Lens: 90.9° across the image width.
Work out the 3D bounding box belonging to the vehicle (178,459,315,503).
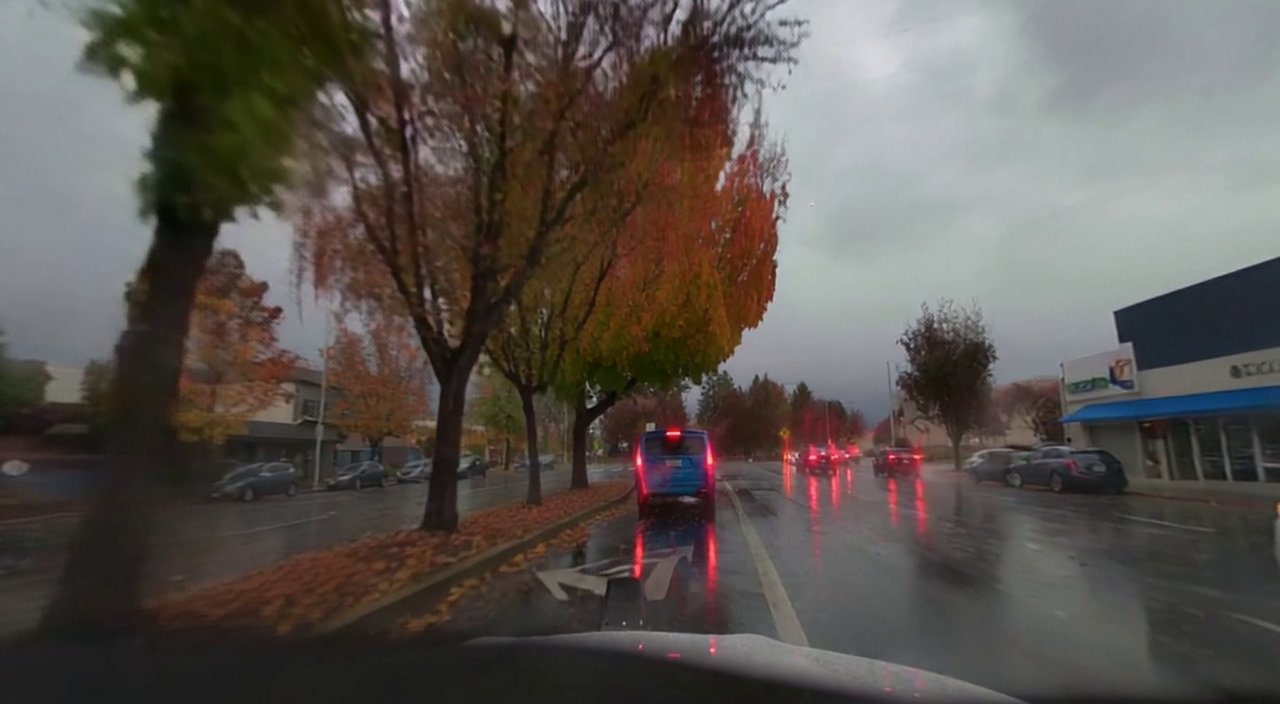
[{"bbox_3d":[-14.108,4.620,22.951,1.797,1.351,4.300,-1,-9,8],"label":"vehicle"}]

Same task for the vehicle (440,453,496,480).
[{"bbox_3d":[-11.526,7.696,42.642,1.921,1.621,4.930,-1,-9,6],"label":"vehicle"}]

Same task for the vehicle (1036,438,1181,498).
[{"bbox_3d":[15.489,3.821,21.165,2.076,1.759,3.970,-1,-9,7],"label":"vehicle"}]

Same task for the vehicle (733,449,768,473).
[{"bbox_3d":[8.171,8.049,46.850,2.249,1.621,3.978,-1,-9,6],"label":"vehicle"}]

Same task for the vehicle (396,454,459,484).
[{"bbox_3d":[-12.380,6.815,37.036,1.947,1.558,4.065,-1,-9,5],"label":"vehicle"}]

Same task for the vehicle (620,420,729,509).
[{"bbox_3d":[1.029,2.759,15.897,2.344,1.863,4.665,-1,-9,7],"label":"vehicle"}]

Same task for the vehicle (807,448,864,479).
[{"bbox_3d":[9.947,5.675,32.419,1.886,1.464,4.290,-1,-9,6],"label":"vehicle"}]

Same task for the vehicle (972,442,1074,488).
[{"bbox_3d":[16.018,4.712,26.688,1.938,1.755,4.415,-1,-9,7],"label":"vehicle"}]

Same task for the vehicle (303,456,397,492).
[{"bbox_3d":[-13.210,5.565,29.067,1.877,1.445,4.436,-1,-9,6],"label":"vehicle"}]

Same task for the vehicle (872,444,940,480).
[{"bbox_3d":[13.862,5.716,33.139,2.040,1.738,4.414,-1,-9,6],"label":"vehicle"}]
